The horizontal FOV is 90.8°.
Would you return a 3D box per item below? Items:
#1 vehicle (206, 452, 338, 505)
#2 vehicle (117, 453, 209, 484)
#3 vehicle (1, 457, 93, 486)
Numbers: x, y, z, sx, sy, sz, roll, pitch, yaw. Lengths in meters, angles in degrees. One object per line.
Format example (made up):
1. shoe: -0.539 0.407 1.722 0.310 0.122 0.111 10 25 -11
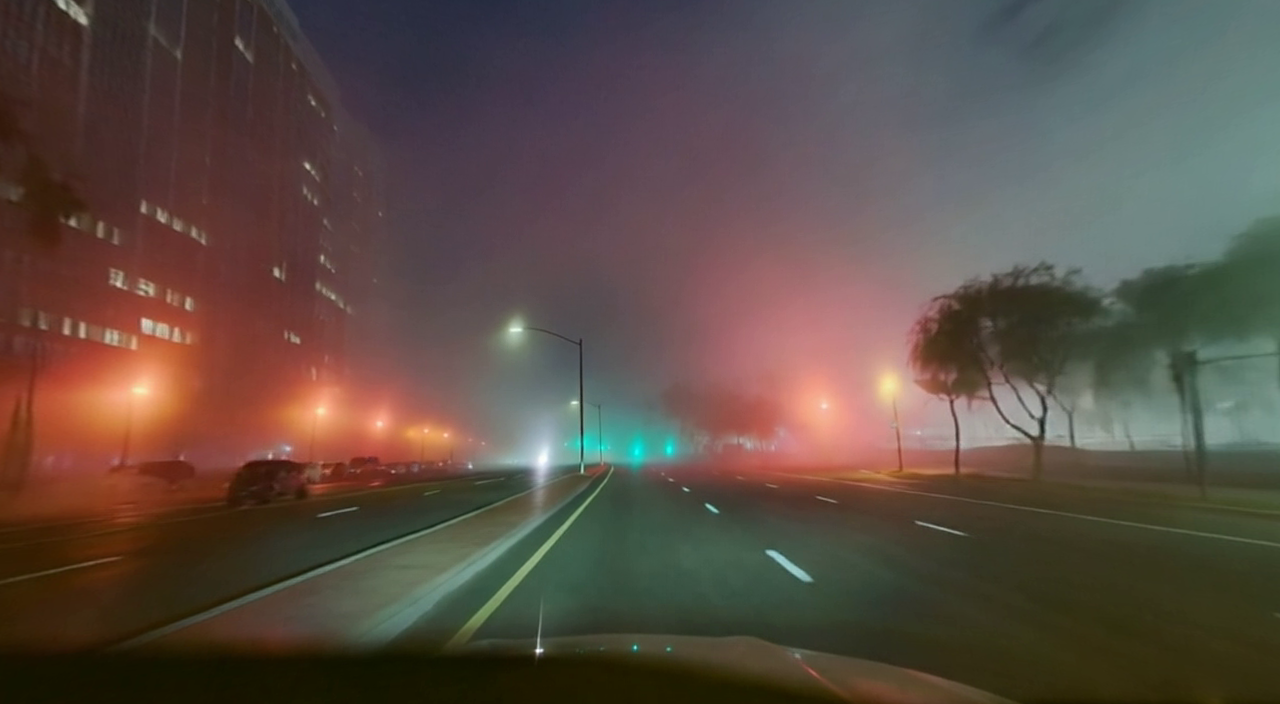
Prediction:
1. vehicle: -12.884 4.411 22.526 2.036 1.590 4.495 0 -8 -1
2. vehicle: -32.432 7.914 43.045 4.404 1.866 2.130 -1 -9 -3
3. vehicle: -37.585 7.546 40.117 3.784 1.690 1.899 -1 -8 -2
